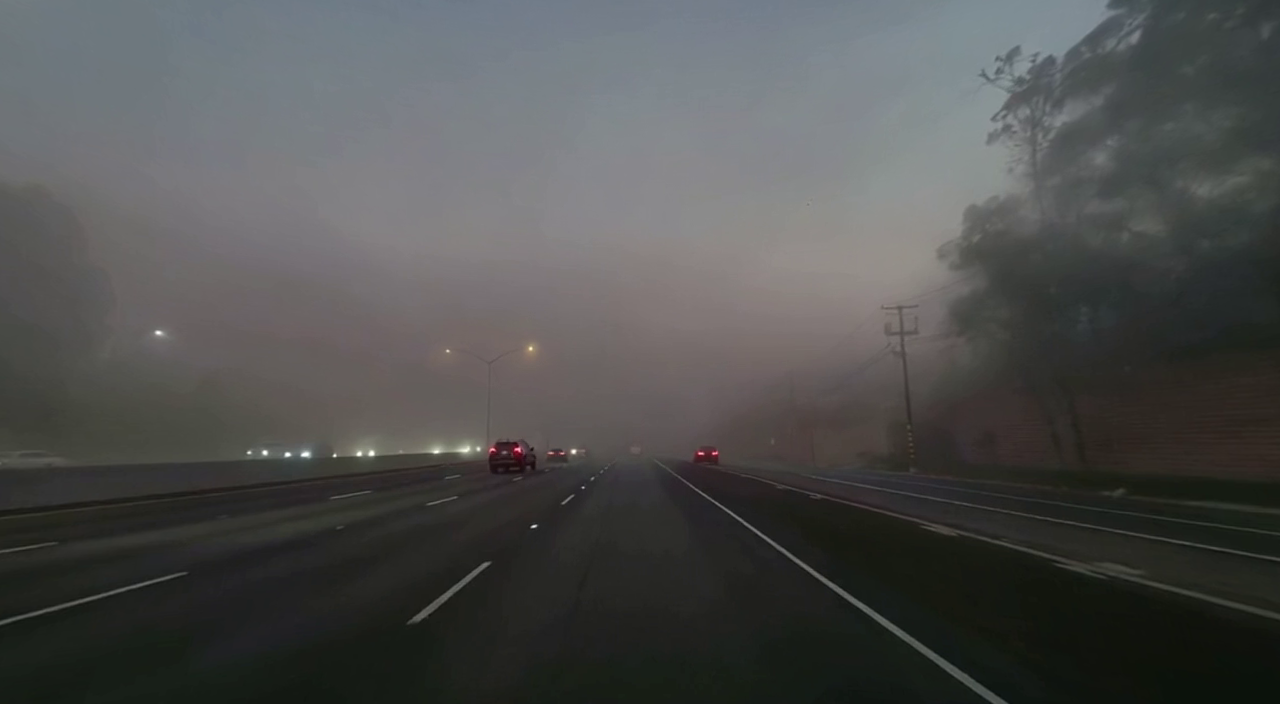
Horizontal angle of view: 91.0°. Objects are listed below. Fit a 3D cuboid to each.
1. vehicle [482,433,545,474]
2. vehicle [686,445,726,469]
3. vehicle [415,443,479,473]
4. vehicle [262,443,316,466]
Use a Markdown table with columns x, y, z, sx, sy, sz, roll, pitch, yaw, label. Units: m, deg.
| x | y | z | sx | sy | sz | roll | pitch | yaw | label |
| --- | --- | --- | --- | --- | --- | --- | --- | --- | --- |
| -6.471 | 5.268 | 32.776 | 2.255 | 1.934 | 4.868 | 1 | -9 | 0 | vehicle |
| 4.484 | 7.226 | 43.386 | 2.251 | 1.520 | 4.550 | 1 | -9 | -1 | vehicle |
| -10.317 | 5.676 | 34.047 | 2.042 | 1.485 | 4.395 | 0 | -9 | 0 | vehicle |
| -23.100 | 6.725 | 41.579 | 1.527 | 1.415 | 3.464 | 1 | -9 | 0 | vehicle |
